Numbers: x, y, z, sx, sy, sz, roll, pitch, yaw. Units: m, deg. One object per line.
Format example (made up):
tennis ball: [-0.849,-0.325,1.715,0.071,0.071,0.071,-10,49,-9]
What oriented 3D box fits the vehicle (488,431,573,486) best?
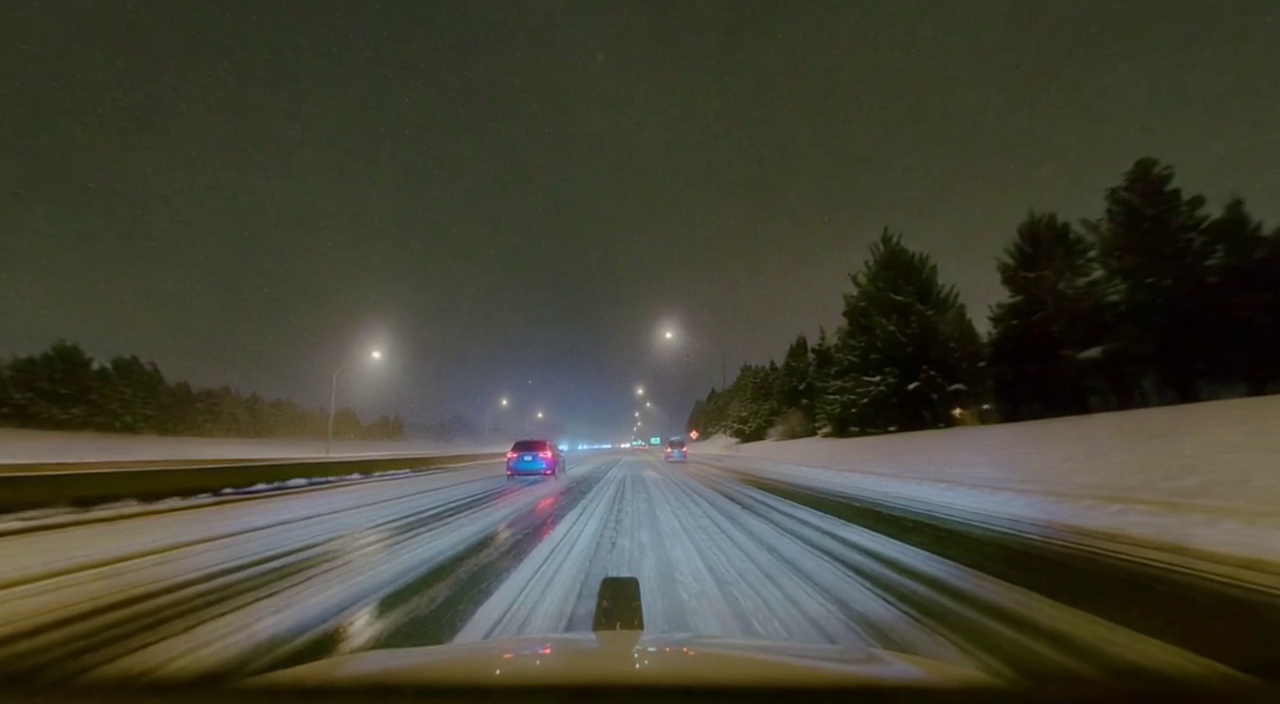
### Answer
vehicle: [-3.838,3.878,23.235,2.205,1.773,5.124,0,-9,0]
